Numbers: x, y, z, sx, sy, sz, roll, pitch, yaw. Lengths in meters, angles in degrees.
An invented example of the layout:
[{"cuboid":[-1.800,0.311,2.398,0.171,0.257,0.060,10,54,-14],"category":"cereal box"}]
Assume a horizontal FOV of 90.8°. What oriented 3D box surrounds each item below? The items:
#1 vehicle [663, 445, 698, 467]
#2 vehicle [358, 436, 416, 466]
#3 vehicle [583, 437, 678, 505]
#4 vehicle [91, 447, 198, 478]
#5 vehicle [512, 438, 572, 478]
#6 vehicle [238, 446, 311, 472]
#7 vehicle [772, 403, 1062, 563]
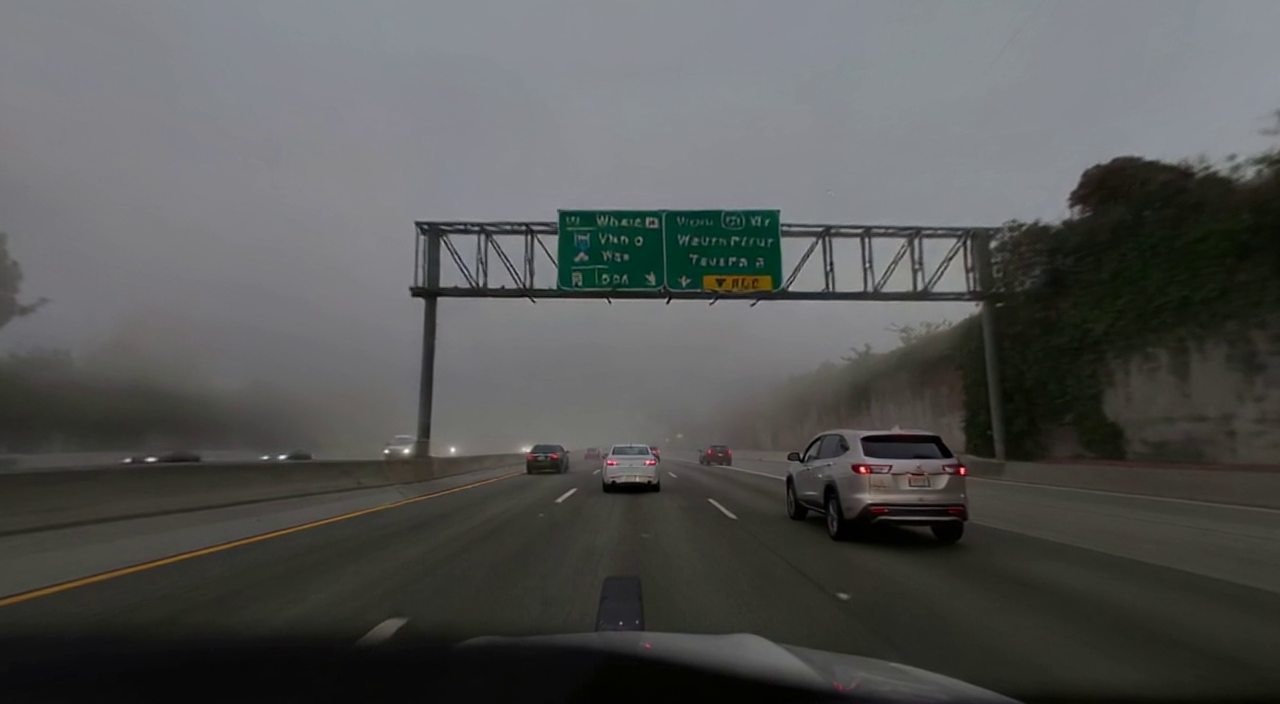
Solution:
[{"cuboid":[2.829,7.350,44.952,1.998,1.490,4.296,0,-8,-3],"category":"vehicle"},{"cuboid":[-18.757,7.383,47.152,2.233,2.092,5.457,0,-8,-3],"category":"vehicle"},{"cuboid":[-0.264,2.920,15.941,2.098,1.475,3.997,0,-8,-2],"category":"vehicle"},{"cuboid":[-26.187,5.804,33.635,1.915,1.491,4.771,0,-8,-2],"category":"vehicle"},{"cuboid":[-4.704,5.192,31.151,2.218,1.776,5.031,0,-8,-1],"category":"vehicle"},{"cuboid":[-22.402,6.559,38.942,2.141,1.462,4.057,0,-8,-2],"category":"vehicle"},{"cuboid":[3.635,1.826,9.558,2.162,1.800,4.693,0,-8,-1],"category":"vehicle"}]
